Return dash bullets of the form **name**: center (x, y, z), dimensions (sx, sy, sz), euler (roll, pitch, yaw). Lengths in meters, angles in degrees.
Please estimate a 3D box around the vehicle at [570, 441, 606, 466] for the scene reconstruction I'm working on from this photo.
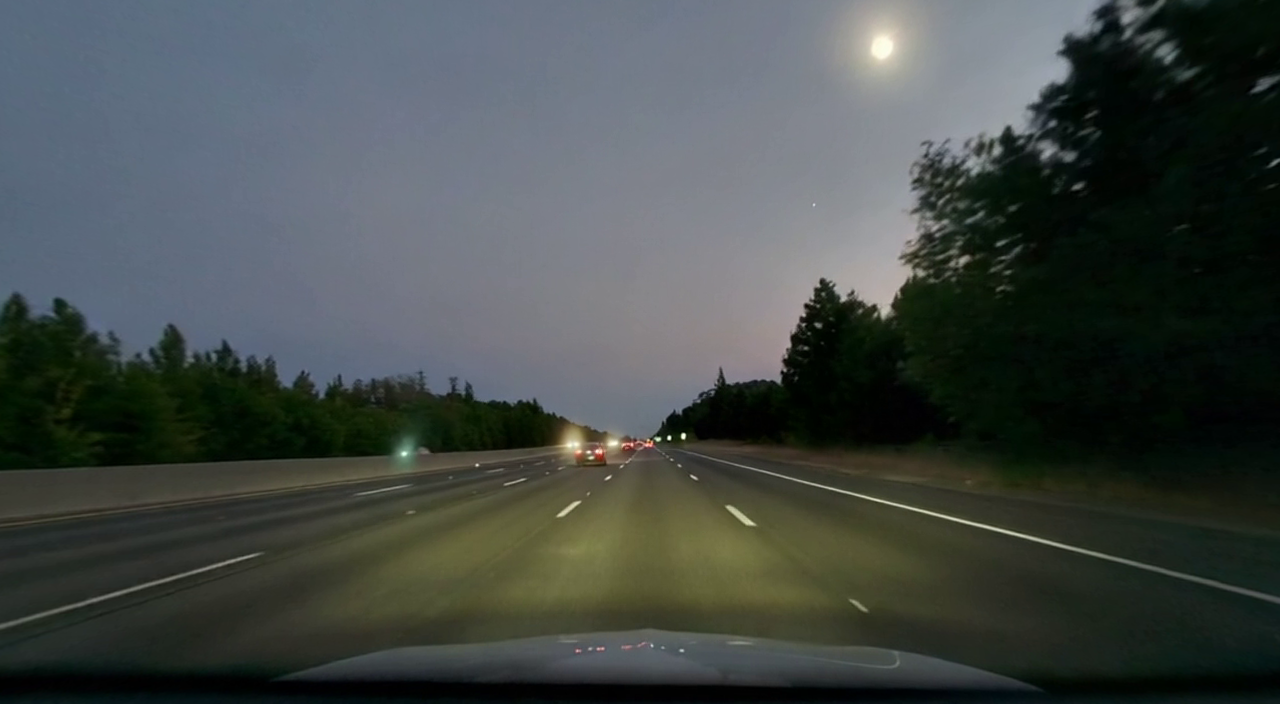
- **vehicle**: center (-3.467, 6.833, 42.654), dimensions (1.993, 1.589, 3.898), euler (0, -8, 1)
